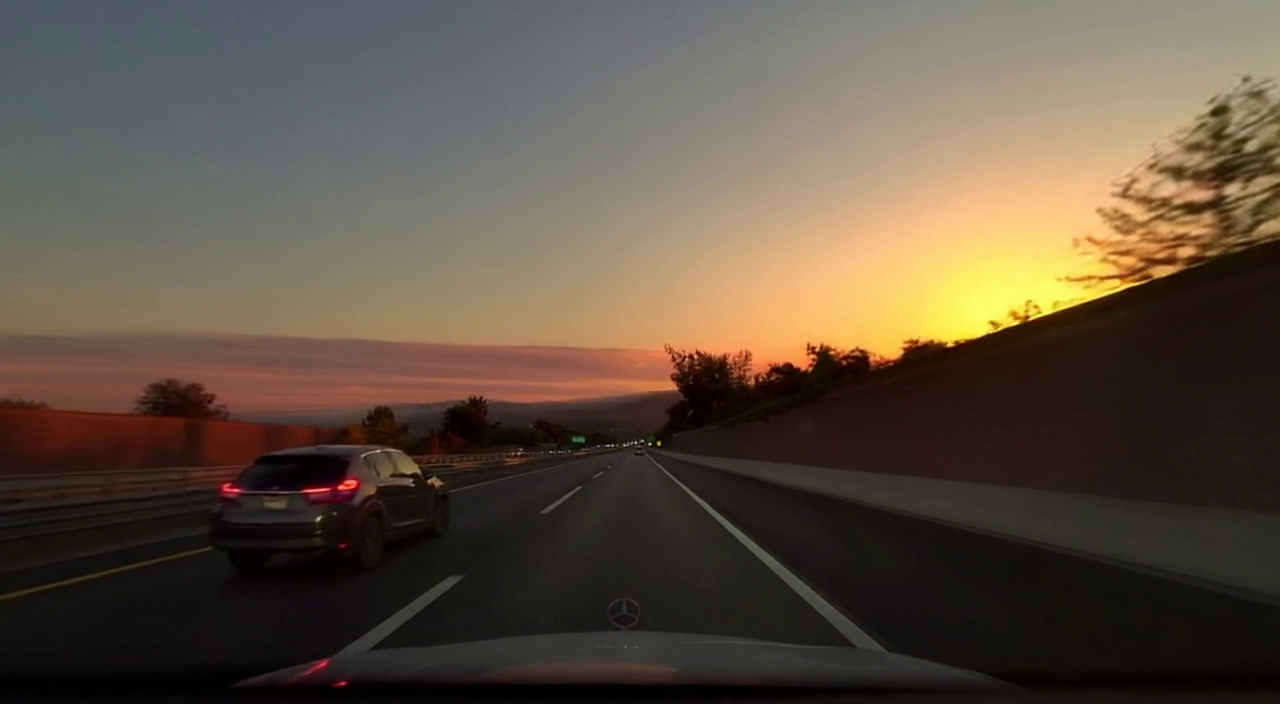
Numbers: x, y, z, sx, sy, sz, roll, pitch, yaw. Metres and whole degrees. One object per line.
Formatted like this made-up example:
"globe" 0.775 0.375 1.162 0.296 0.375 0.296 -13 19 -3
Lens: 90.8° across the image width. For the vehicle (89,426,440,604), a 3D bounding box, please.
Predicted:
"vehicle" -4.137 1.827 7.959 1.844 1.620 4.142 0 -9 0
